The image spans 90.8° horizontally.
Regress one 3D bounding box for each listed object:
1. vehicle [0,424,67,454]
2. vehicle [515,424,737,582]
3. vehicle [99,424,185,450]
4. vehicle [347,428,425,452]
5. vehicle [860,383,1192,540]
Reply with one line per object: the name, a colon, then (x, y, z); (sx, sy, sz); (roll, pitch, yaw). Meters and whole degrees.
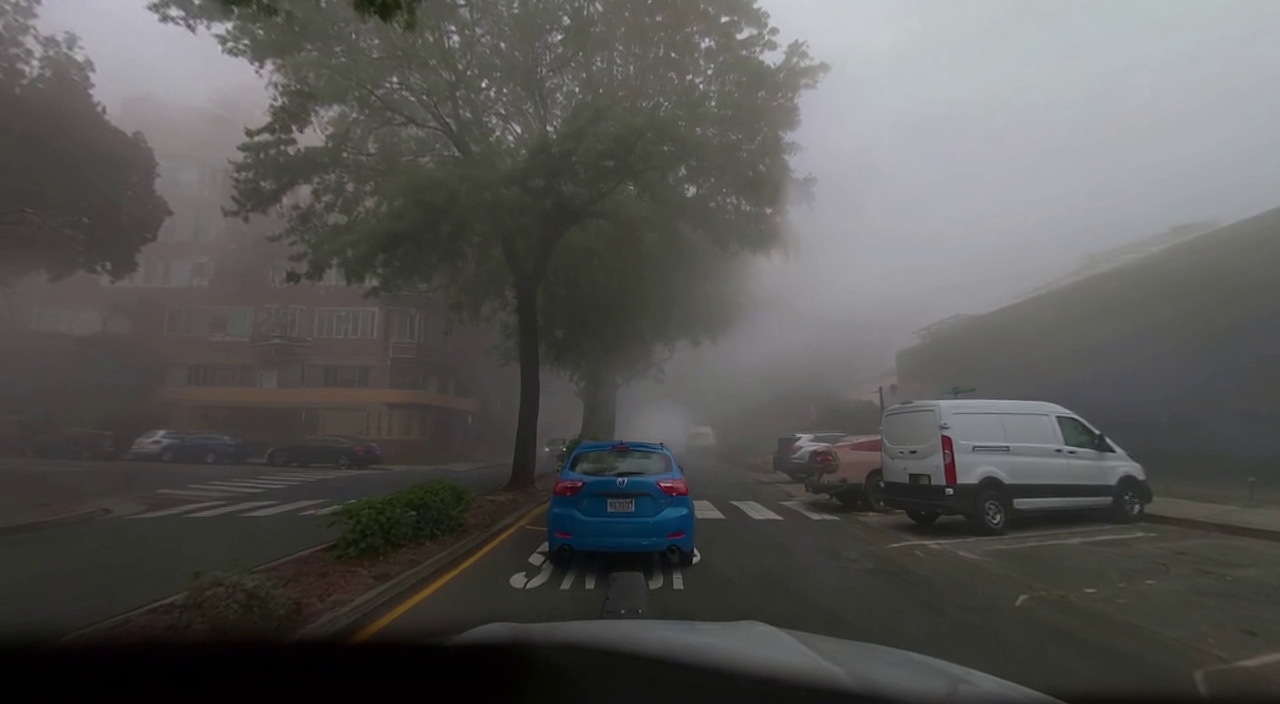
vehicle: (-31.832, 4.367, 31.672); (4.168, 1.458, 1.904); (0, -9, -2)
vehicle: (-0.194, 1.746, 8.220); (2.065, 1.450, 4.522); (0, -8, -2)
vehicle: (-31.804, 5.455, 40.411); (3.915, 1.574, 1.850); (0, -9, 3)
vehicle: (-18.453, 6.428, 46.065); (4.892, 1.679, 1.927); (1, -9, -6)
vehicle: (6.652, 1.821, 10.870); (5.385, 2.146, 2.143); (4, -9, -25)
